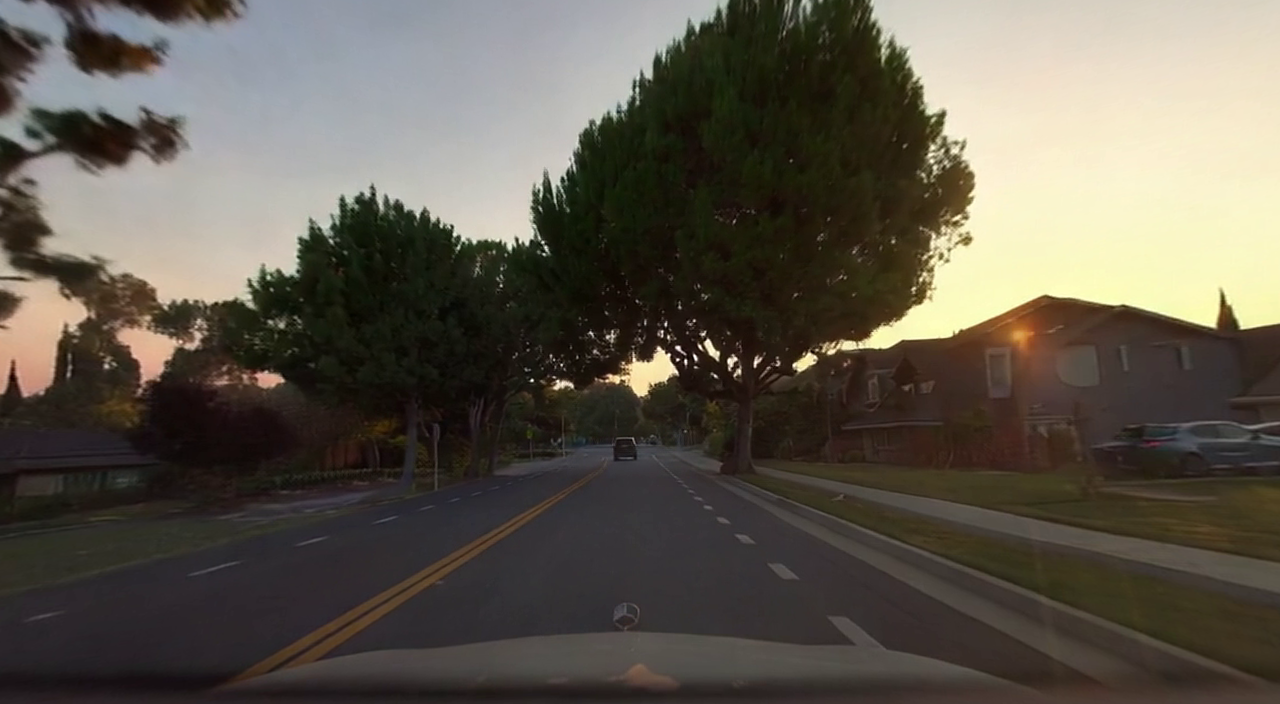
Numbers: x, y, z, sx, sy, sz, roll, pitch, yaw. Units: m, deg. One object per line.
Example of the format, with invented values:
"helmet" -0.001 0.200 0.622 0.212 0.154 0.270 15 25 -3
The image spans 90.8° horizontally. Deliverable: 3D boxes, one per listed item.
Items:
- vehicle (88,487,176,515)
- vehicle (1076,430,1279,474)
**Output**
"vehicle" -29.385 8.612 36.589 3.675 1.432 1.636 -1 -9 3
"vehicle" 14.558 2.725 17.335 1.987 1.039 4.499 0 -9 0
